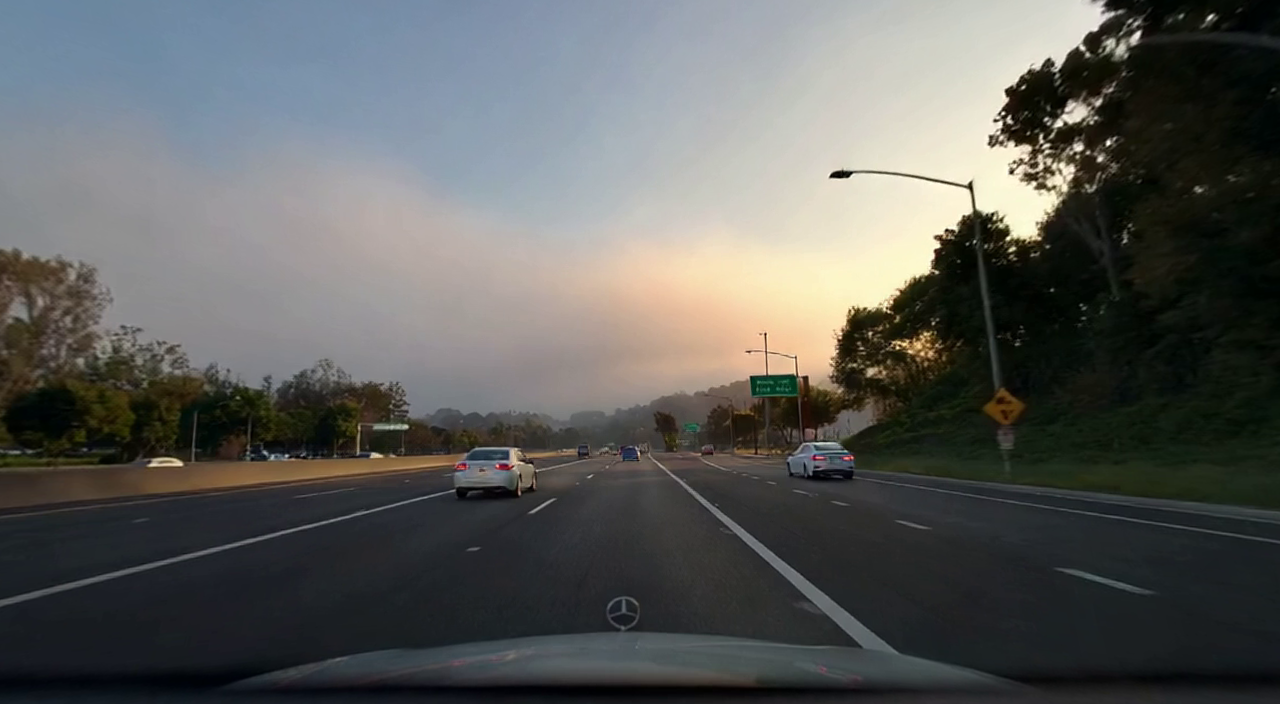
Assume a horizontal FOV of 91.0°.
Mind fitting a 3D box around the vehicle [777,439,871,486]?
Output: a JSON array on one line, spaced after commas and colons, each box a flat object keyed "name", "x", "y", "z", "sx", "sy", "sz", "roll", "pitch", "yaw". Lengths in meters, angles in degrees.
[{"name": "vehicle", "x": 6.812, "y": 4.132, "z": 23.960, "sx": 2.035, "sy": 1.566, "sz": 5.409, "roll": 0, "pitch": -9, "yaw": 1}]

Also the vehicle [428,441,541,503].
[{"name": "vehicle", "x": -4.295, "y": 3.380, "z": 18.193, "sx": 2.071, "sy": 1.553, "sz": 4.388, "roll": 0, "pitch": -9, "yaw": 1}]

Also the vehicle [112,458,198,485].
[{"name": "vehicle", "x": -33.022, "y": 8.115, "z": 43.067, "sx": 2.125, "sy": 1.618, "sz": 4.772, "roll": 0, "pitch": -9, "yaw": 0}]
